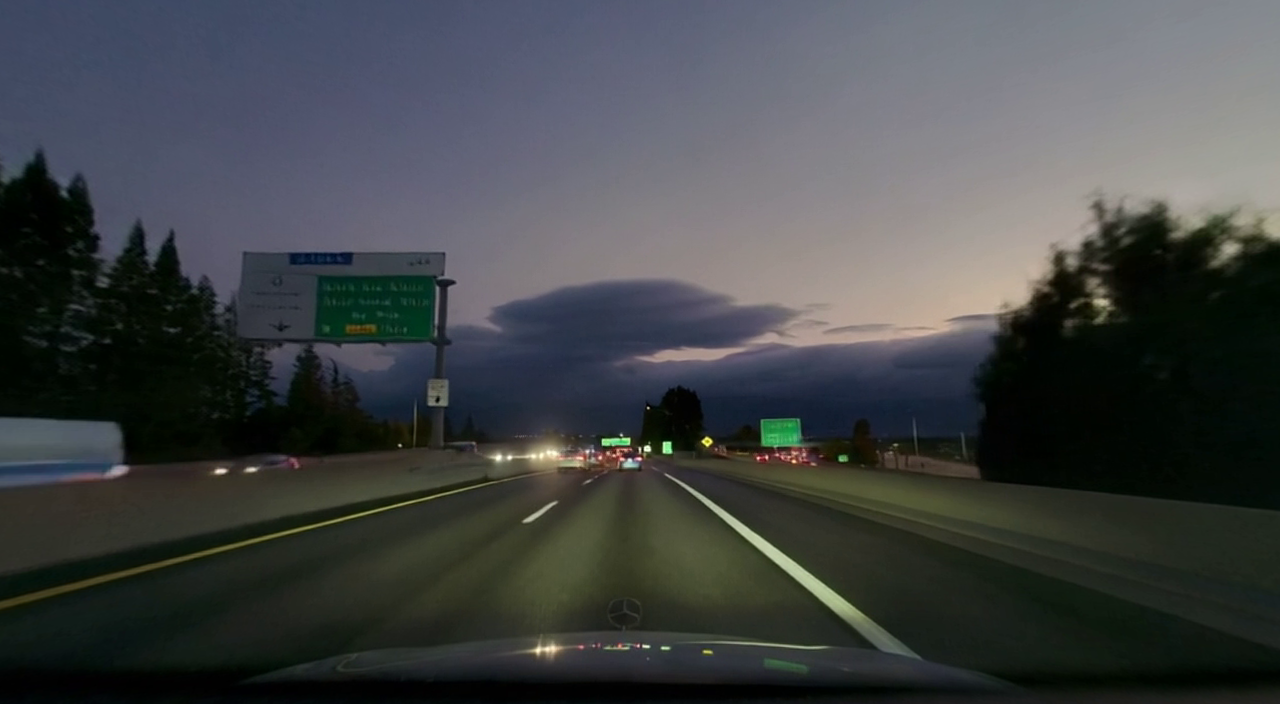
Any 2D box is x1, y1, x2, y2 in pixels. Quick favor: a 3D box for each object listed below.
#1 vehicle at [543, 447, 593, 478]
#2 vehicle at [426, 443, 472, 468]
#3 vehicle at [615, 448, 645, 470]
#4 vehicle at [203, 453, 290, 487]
[{"bbox_3d":[-3.712,5.777,33.334,2.067,1.509,4.551,-1,-8,1],"label":"vehicle"},{"bbox_3d":[-14.172,7.668,47.012,1.813,1.728,5.143,-1,-8,0],"label":"vehicle"},{"bbox_3d":[-0.716,7.695,45.600,2.100,1.471,3.956,0,-8,-1],"label":"vehicle"},{"bbox_3d":[-17.459,5.207,28.154,1.592,1.387,3.448,0,-9,0],"label":"vehicle"}]
